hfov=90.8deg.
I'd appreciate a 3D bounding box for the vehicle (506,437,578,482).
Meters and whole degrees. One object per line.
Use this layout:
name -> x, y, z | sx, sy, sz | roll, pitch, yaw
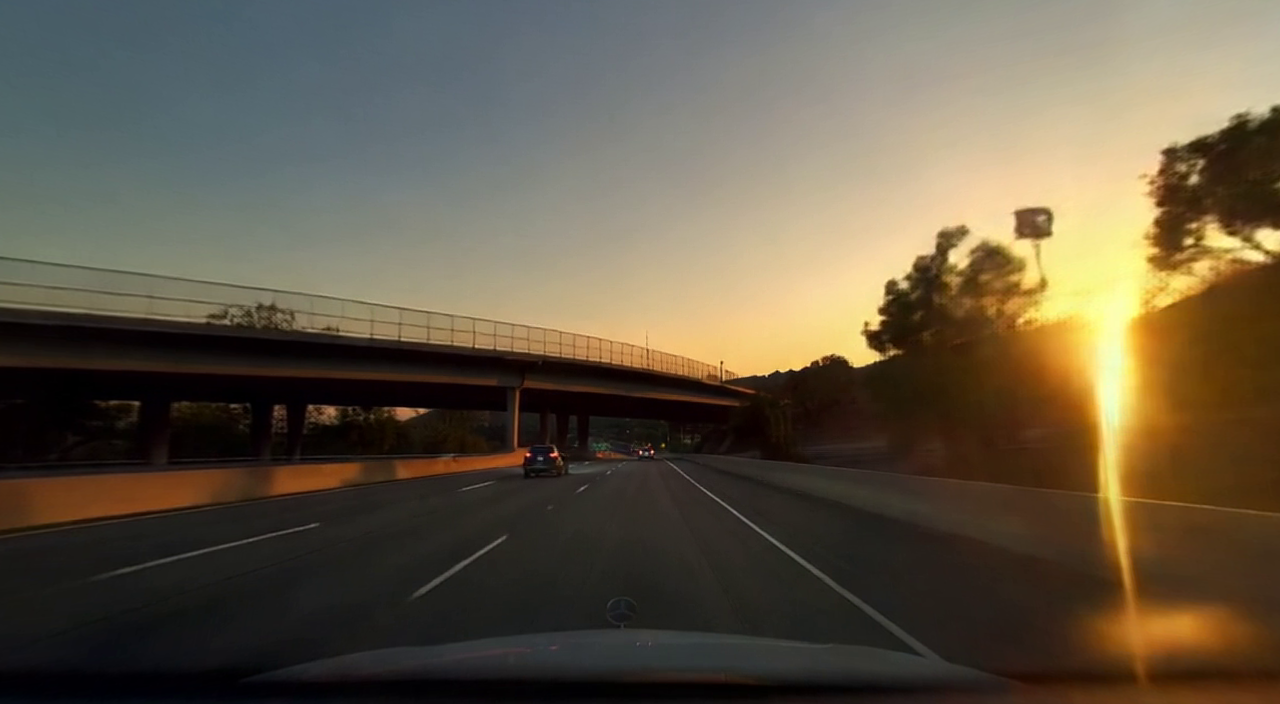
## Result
vehicle -> -4.139, 4.674, 27.622 | 2.272, 1.759, 5.058 | 0, -9, 1
